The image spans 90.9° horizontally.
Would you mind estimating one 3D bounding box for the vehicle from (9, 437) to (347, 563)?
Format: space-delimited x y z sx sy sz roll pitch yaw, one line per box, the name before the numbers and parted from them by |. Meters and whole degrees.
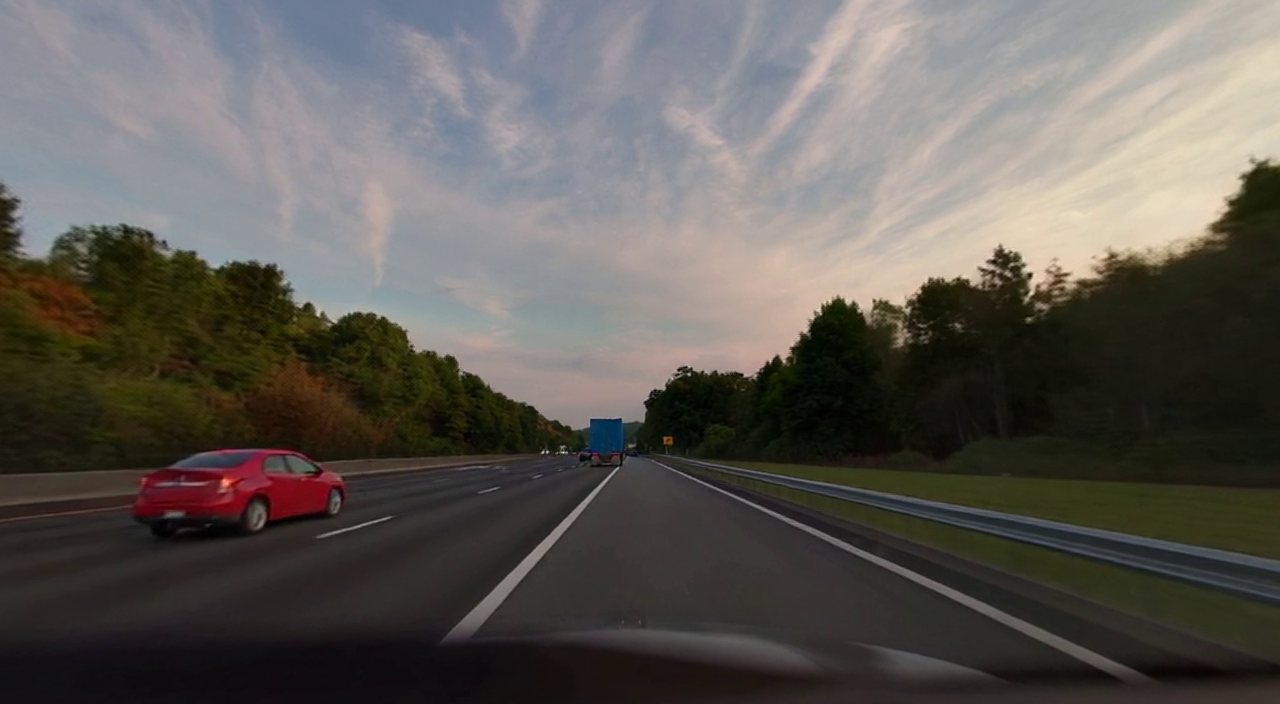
vehicle | -6.749 2.178 10.069 1.938 1.507 4.557 0 -9 0
